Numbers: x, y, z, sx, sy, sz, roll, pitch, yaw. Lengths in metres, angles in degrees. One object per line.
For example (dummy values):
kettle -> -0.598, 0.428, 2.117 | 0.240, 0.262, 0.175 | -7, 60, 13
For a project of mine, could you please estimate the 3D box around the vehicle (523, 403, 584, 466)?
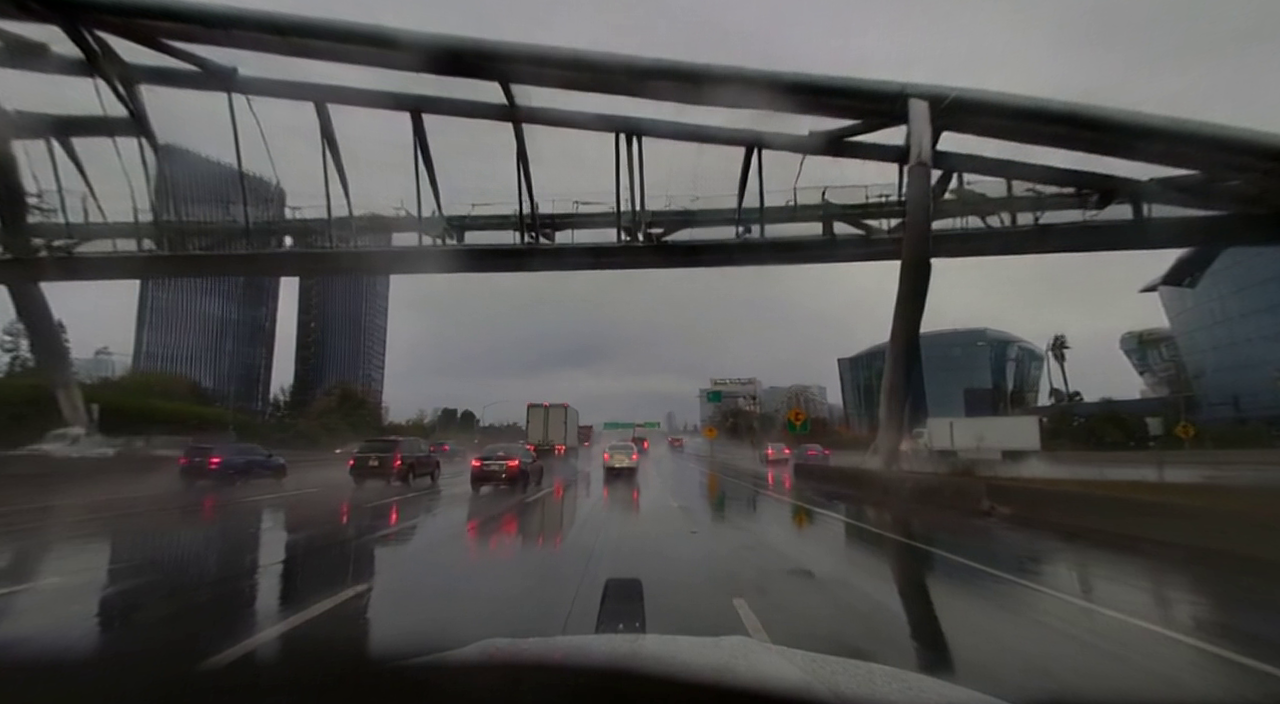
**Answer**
vehicle -> -5.054, 5.088, 38.270 | 2.955, 3.359, 8.322 | 1, -8, -3

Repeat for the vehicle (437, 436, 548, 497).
vehicle -> -4.013, 3.176, 17.910 | 2.016, 1.497, 4.235 | 0, -8, 2

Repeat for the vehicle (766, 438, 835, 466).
vehicle -> 12.236, 7.643, 48.458 | 2.415, 1.972, 5.572 | 3, -9, -19

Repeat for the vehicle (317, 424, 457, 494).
vehicle -> -7.455, 3.207, 19.231 | 2.190, 1.821, 4.800 | 0, -8, 1

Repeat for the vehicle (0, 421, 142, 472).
vehicle -> -30.215, 4.965, 33.332 | 2.545, 2.415, 6.150 | 0, -8, 0

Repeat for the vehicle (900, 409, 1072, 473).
vehicle -> 23.113, 6.060, 42.727 | 3.015, 3.855, 9.519 | 8, -12, -43

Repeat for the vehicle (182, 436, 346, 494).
vehicle -> -11.007, 3.318, 18.973 | 1.987, 1.495, 4.710 | 0, -8, 1

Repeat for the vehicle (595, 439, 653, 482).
vehicle -> -0.558, 4.052, 23.808 | 1.991, 1.488, 3.922 | 0, -8, 0

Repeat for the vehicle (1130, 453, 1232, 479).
vehicle -> 32.853, 6.918, 38.324 | 4.258, 1.498, 1.904 | 0, -8, 5

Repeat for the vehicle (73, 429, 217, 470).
vehicle -> -23.761, 4.721, 30.633 | 2.305, 1.755, 5.757 | 0, -8, 0
